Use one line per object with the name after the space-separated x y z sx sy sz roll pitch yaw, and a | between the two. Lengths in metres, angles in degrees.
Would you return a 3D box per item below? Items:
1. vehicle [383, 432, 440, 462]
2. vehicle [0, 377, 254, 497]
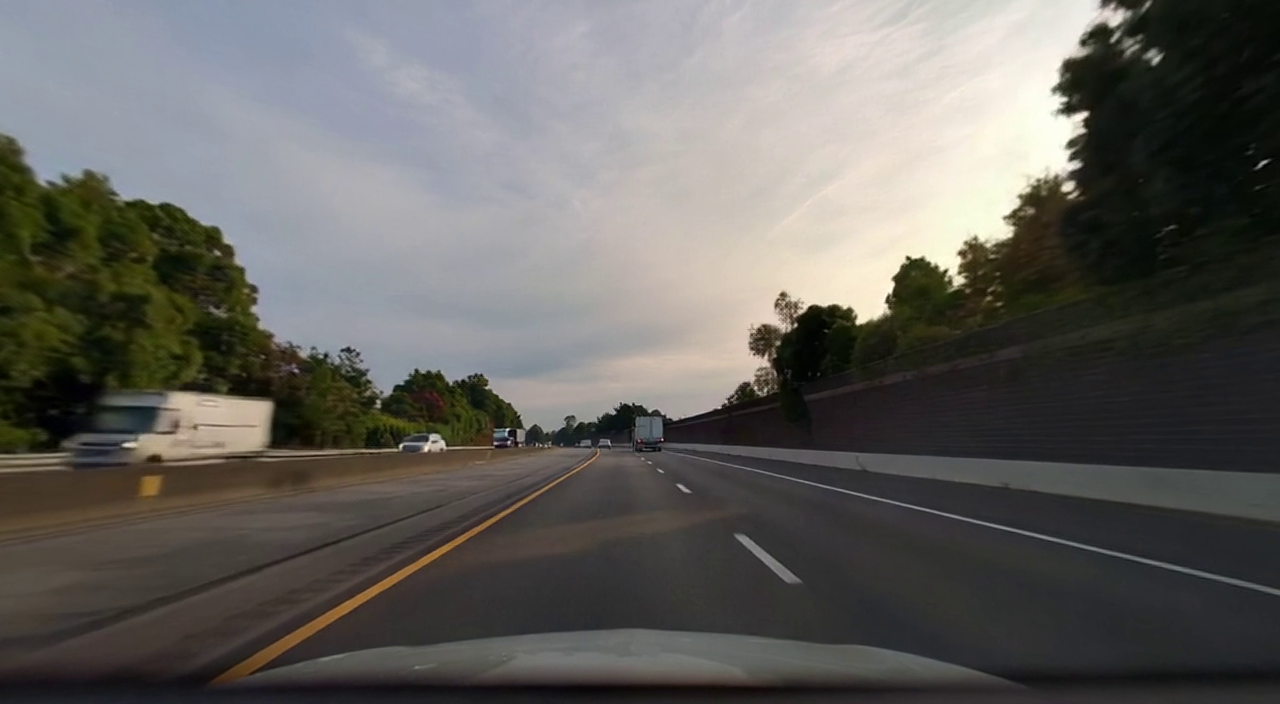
-13.652 5.723 37.886 1.927 1.660 4.333 0 -8 -1 | vehicle
-13.442 2.311 17.023 2.294 2.641 5.907 0 -8 -2 | vehicle
